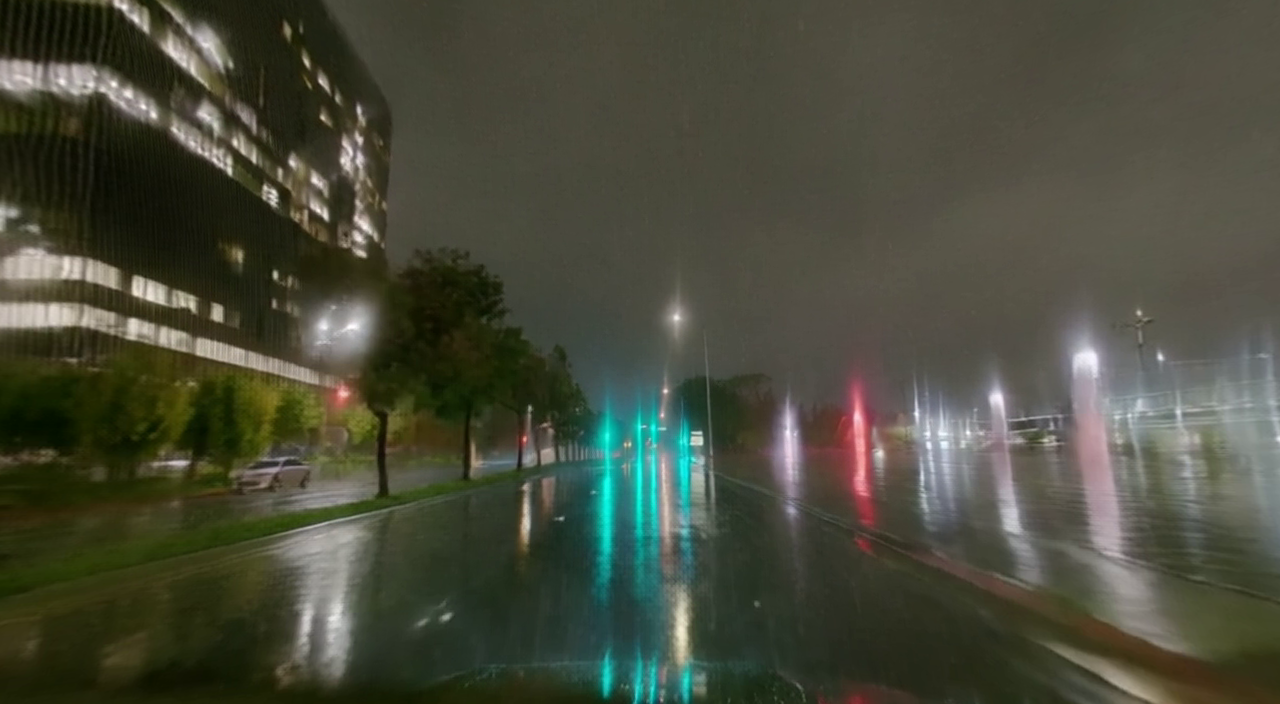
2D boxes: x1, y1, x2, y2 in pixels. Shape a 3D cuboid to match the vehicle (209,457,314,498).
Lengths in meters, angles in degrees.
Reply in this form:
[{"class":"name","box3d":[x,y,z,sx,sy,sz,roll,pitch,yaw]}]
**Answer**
[{"class":"vehicle","box3d":[-16.638,5.523,27.991,1.807,1.570,4.557,0,-9,0]}]
